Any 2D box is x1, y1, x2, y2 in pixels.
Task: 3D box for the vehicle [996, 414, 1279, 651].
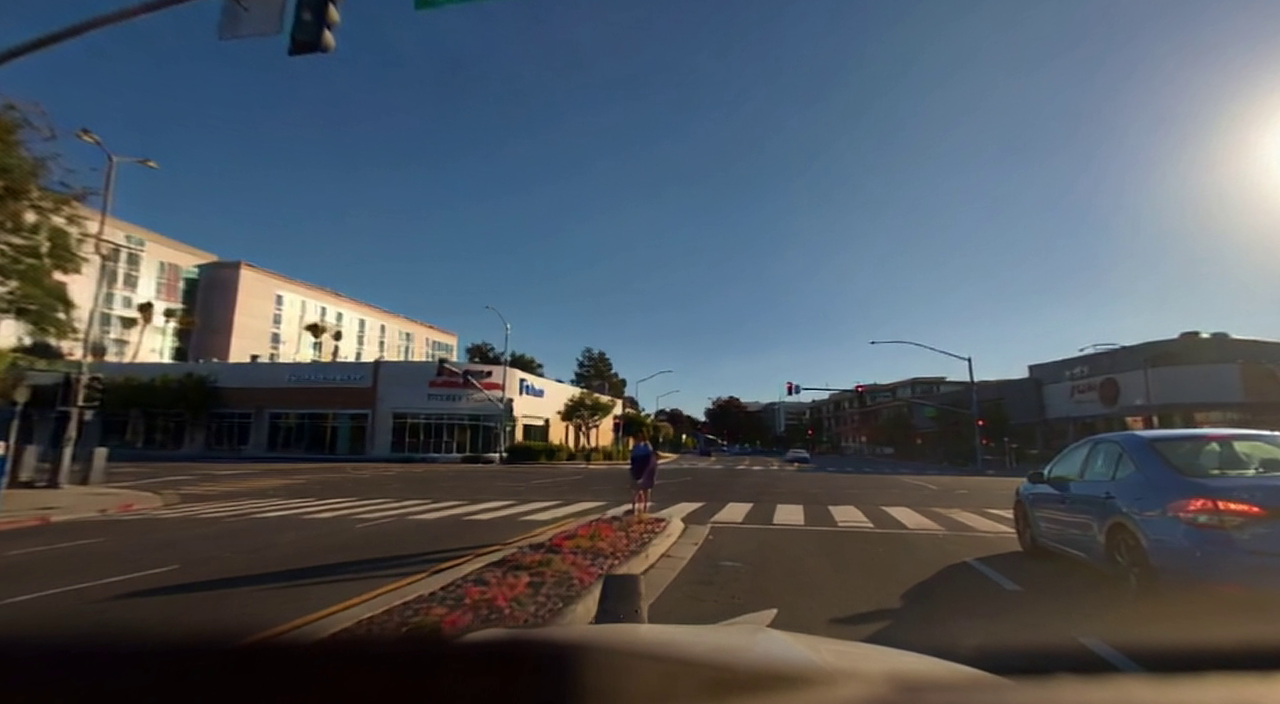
[{"bbox_3d":[5.370,1.525,6.281,2.067,1.625,4.073,-2,-9,14],"label":"vehicle"}]
